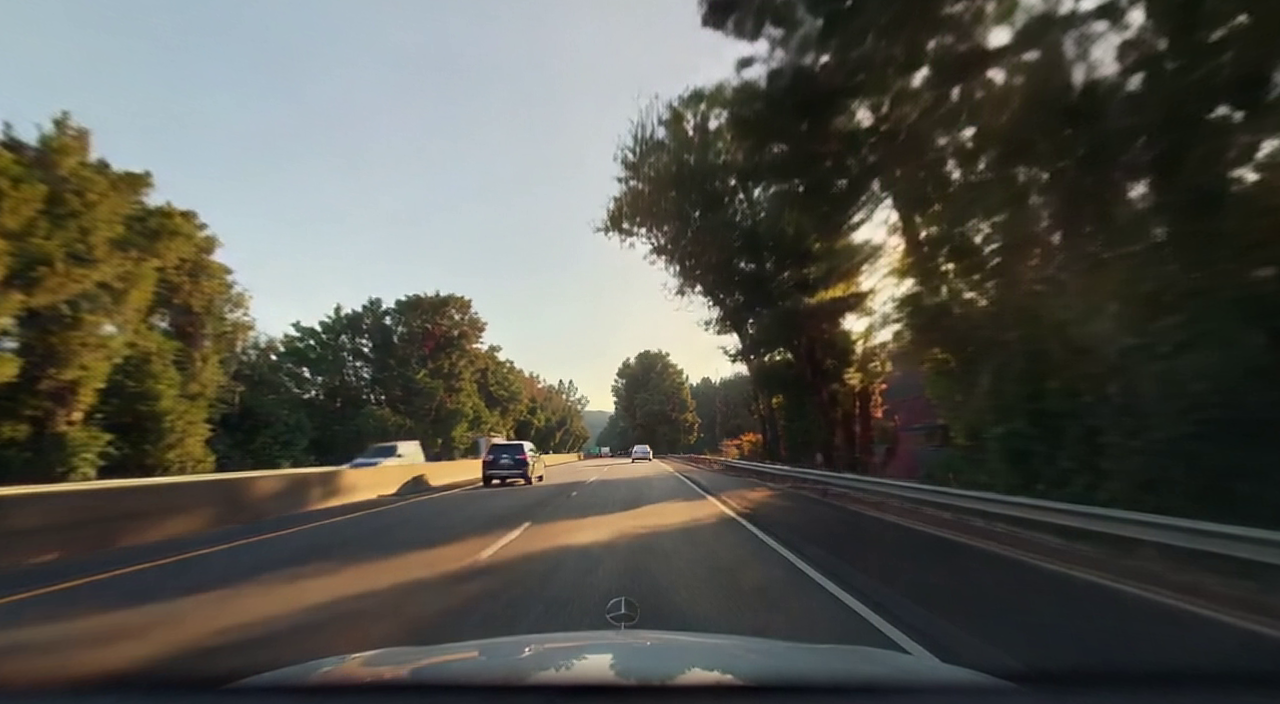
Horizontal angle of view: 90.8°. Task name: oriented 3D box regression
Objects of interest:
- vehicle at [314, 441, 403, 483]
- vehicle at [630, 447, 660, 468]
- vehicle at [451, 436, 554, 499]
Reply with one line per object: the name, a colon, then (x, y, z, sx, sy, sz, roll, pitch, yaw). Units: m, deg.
vehicle: (-12.778, 5.001, 29.004, 2.002, 1.734, 4.429, 0, -9, 1)
vehicle: (0.304, 7.586, 45.556, 2.046, 1.452, 4.407, 0, -9, -1)
vehicle: (-3.958, 3.404, 19.031, 2.100, 1.667, 4.223, 0, -9, 1)
